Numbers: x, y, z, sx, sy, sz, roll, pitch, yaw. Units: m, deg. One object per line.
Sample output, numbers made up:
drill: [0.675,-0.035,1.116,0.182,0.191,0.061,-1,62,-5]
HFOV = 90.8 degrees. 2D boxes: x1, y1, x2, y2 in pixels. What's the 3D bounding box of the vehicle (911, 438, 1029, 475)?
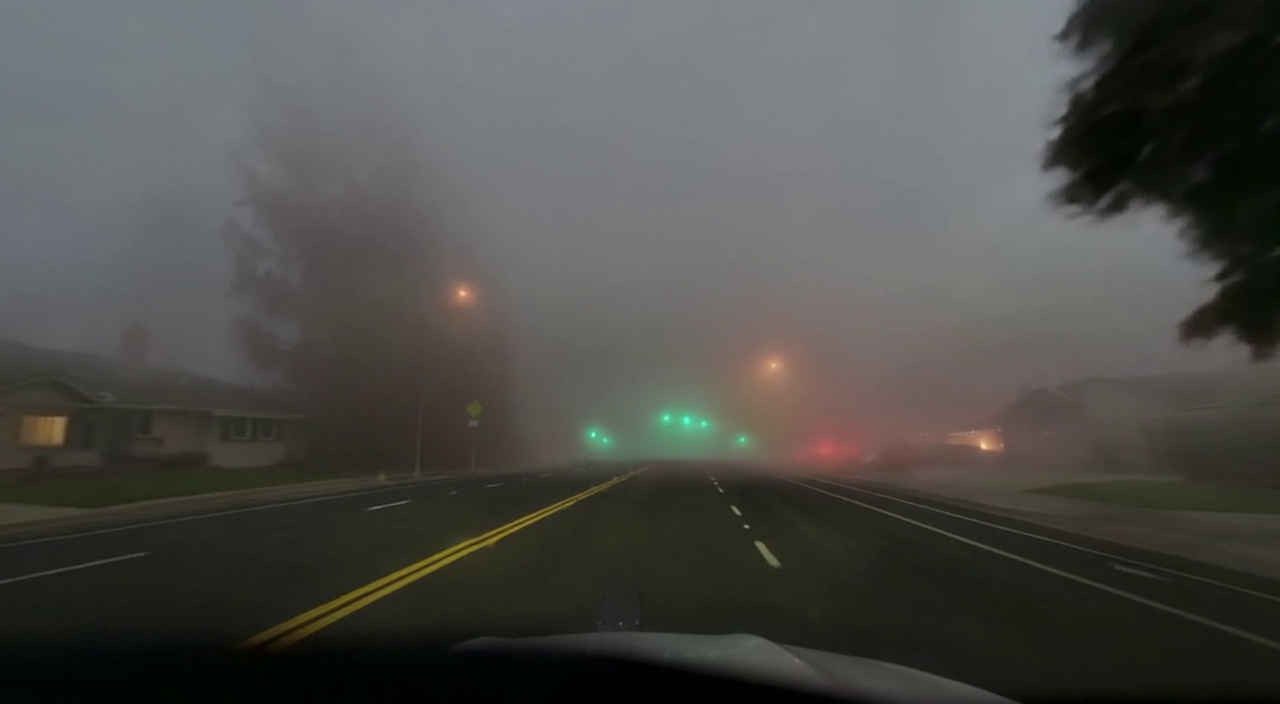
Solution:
vehicle: [17.037,5.390,32.806,4.854,1.803,2.179,0,-8,0]
